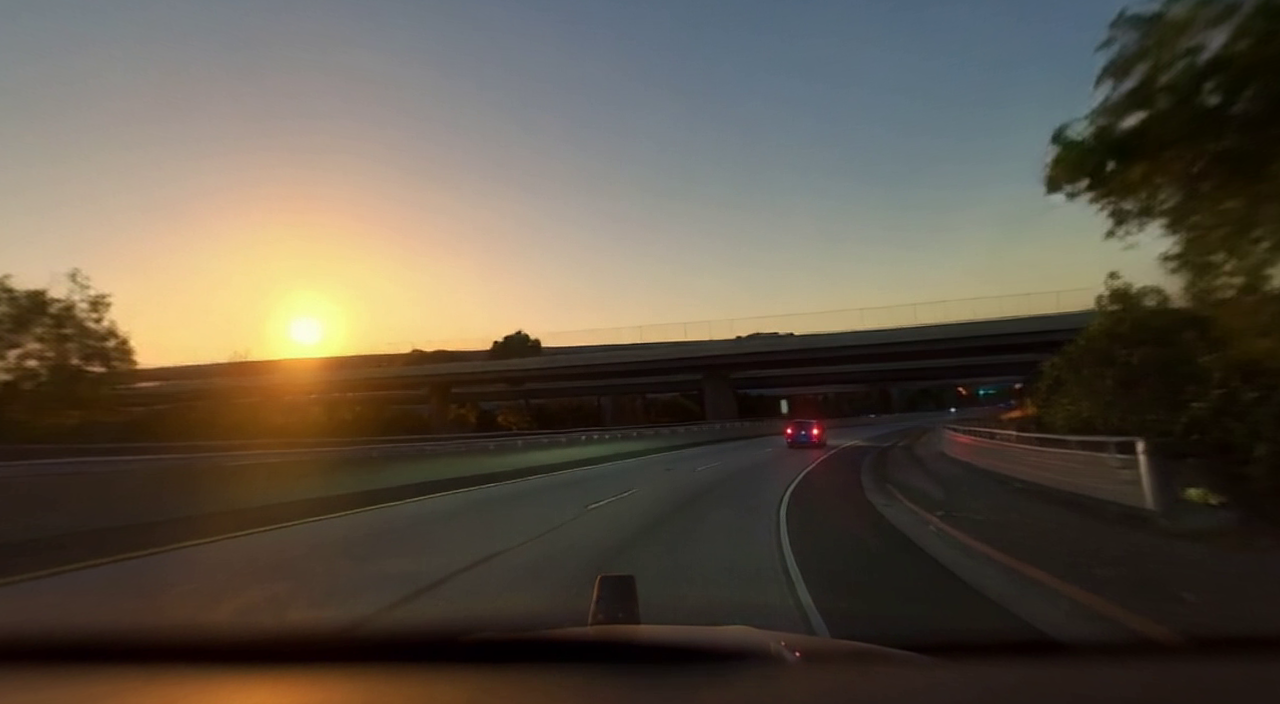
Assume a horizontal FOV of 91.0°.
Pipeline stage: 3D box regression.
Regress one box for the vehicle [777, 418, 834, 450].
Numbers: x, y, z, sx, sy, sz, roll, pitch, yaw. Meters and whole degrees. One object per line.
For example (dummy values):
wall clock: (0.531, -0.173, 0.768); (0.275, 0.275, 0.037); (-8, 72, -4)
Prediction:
vehicle: (8.307, 4.098, 31.434); (2.028, 1.440, 3.970); (-2, -8, 25)
